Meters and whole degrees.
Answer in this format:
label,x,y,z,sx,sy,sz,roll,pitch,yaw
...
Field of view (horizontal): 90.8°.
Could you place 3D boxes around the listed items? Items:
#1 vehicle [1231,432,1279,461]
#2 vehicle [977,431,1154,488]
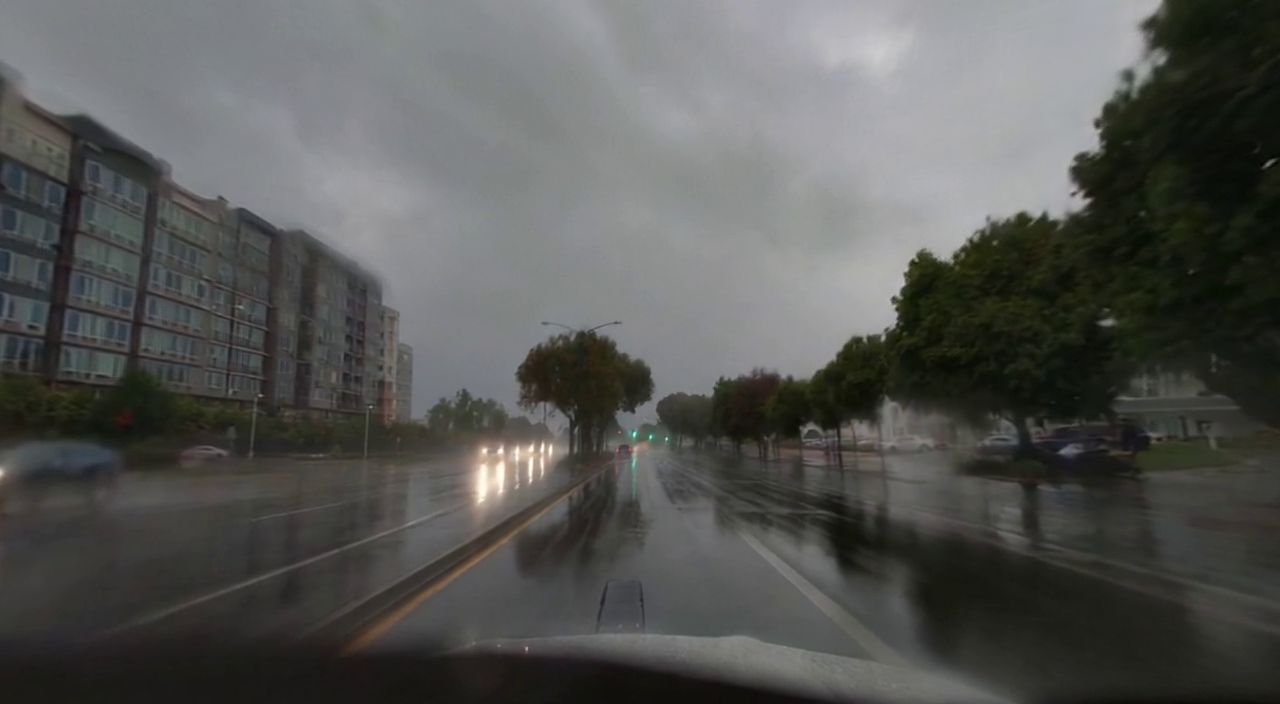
label,x,y,z,sx,sy,sz,roll,pitch,yaw
vehicle,36.565,5.502,36.756,4.821,1.585,2.122,6,-10,-36
vehicle,14.924,3.759,22.330,4.761,1.832,2.201,1,-9,-7
